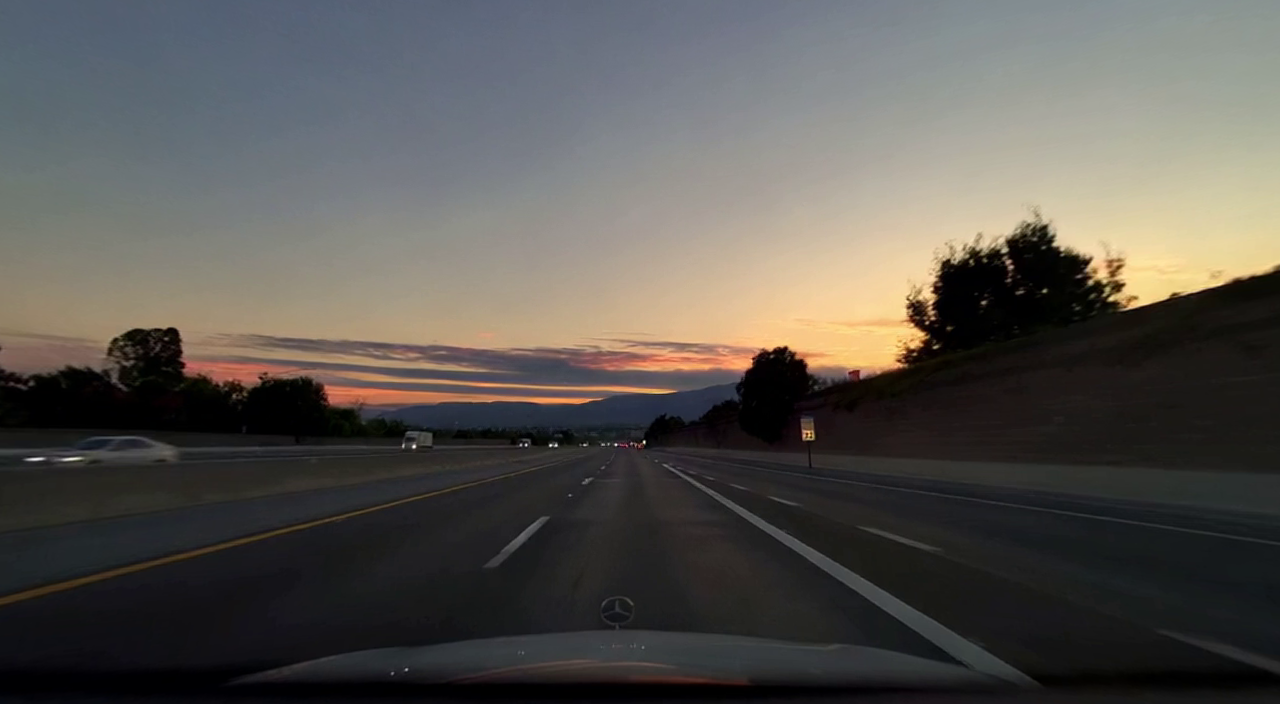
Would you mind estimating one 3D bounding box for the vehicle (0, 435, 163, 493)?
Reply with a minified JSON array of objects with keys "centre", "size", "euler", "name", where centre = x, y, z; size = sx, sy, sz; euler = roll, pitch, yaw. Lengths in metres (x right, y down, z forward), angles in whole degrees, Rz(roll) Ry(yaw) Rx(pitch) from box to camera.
[{"centre":[-16.898,3.225,18.577],"size":[1.978,1.483,4.662],"euler":[0,-8,0],"name":"vehicle"}]
